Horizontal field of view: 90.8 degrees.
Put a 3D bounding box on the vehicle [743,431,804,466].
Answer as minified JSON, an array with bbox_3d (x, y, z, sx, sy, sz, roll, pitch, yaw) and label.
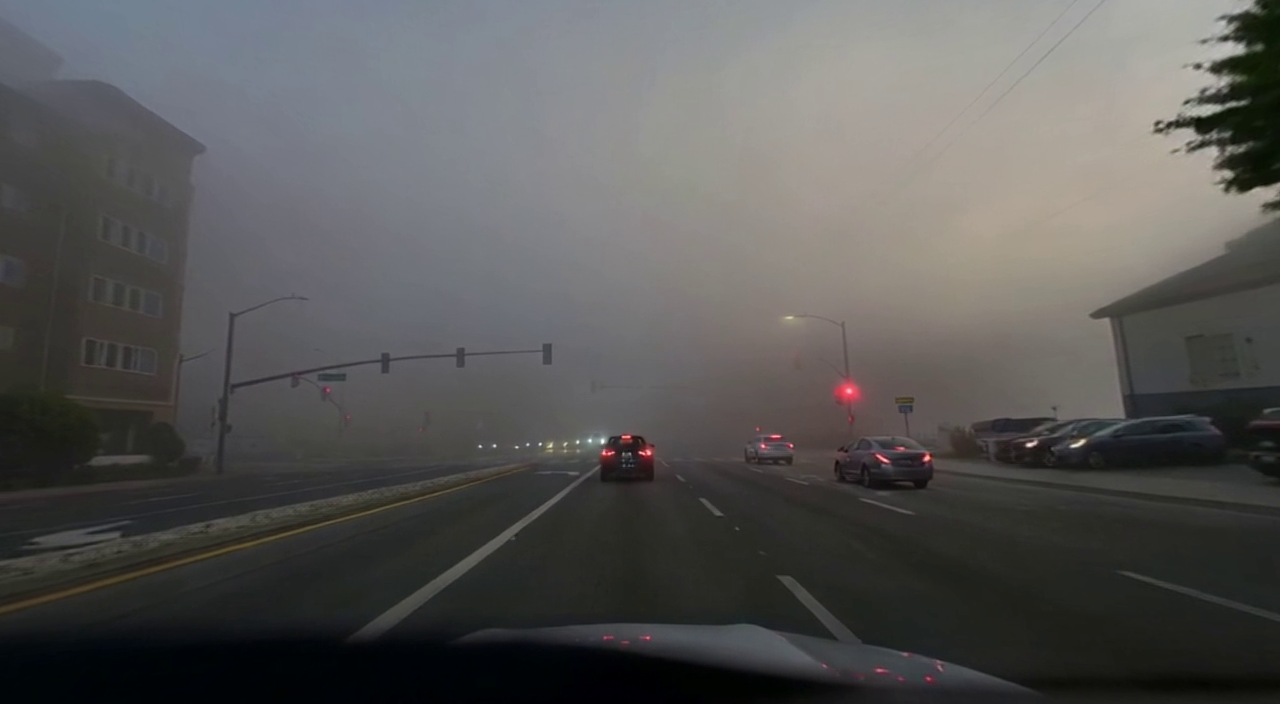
[{"bbox_3d":[6.441,4.725,31.000,1.963,1.611,4.359,0,-8,-1],"label":"vehicle"}]

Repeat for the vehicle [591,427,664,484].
[{"bbox_3d":[-0.356,3.215,19.780,2.032,1.593,3.896,0,-8,0],"label":"vehicle"}]

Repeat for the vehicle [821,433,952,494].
[{"bbox_3d":[6.405,2.924,16.968,1.768,1.417,4.213,0,-8,0],"label":"vehicle"}]
